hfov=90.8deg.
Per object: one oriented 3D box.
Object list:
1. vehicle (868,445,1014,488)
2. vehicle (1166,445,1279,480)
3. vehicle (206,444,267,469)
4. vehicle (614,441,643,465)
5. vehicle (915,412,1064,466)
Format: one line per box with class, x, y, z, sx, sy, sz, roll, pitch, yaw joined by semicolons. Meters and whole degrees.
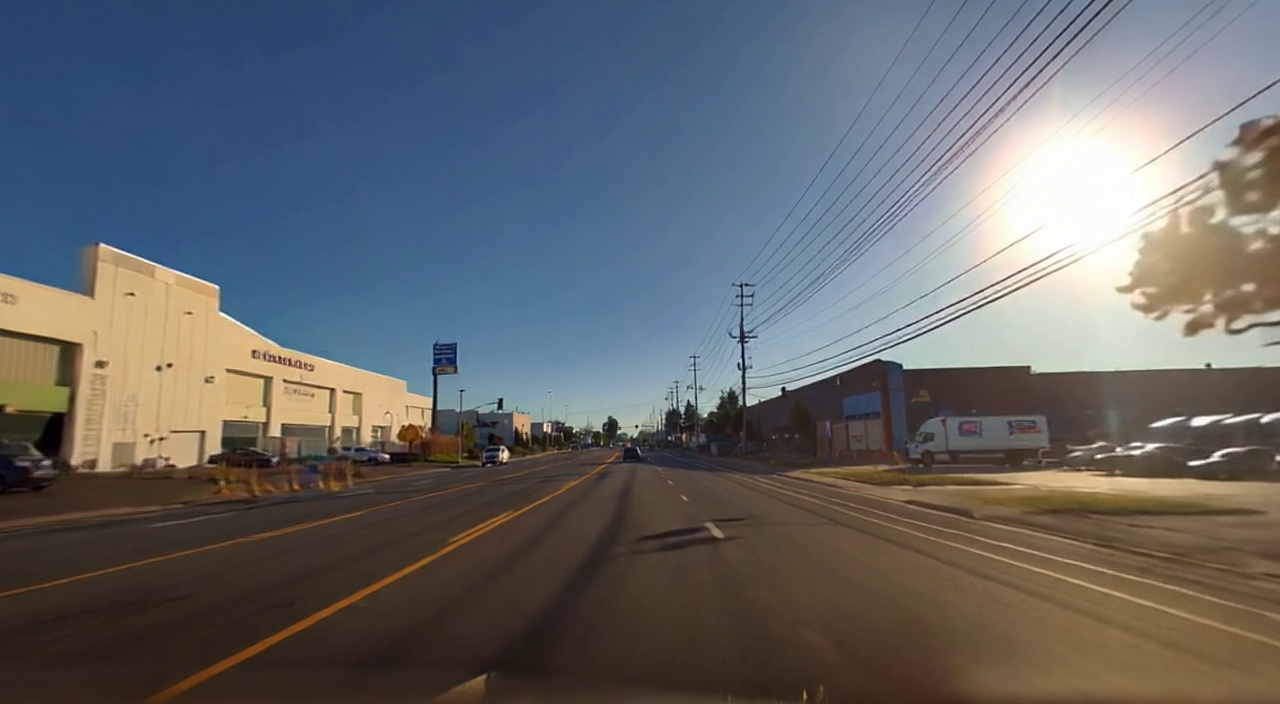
vehicle;11.768;4.486;24.954;4.758;1.496;1.871;-1;-9;-1
vehicle;25.798;4.755;27.420;4.134;1.441;1.836;-1;-8;2
vehicle;-31.606;8.138;49.460;4.992;1.876;2.169;-6;-10;35
vehicle;-0.753;7.057;44.208;1.937;1.588;3.746;0;-8;0
vehicle;24.665;6.208;44.968;8.701;3.665;2.906;0;-8;1
